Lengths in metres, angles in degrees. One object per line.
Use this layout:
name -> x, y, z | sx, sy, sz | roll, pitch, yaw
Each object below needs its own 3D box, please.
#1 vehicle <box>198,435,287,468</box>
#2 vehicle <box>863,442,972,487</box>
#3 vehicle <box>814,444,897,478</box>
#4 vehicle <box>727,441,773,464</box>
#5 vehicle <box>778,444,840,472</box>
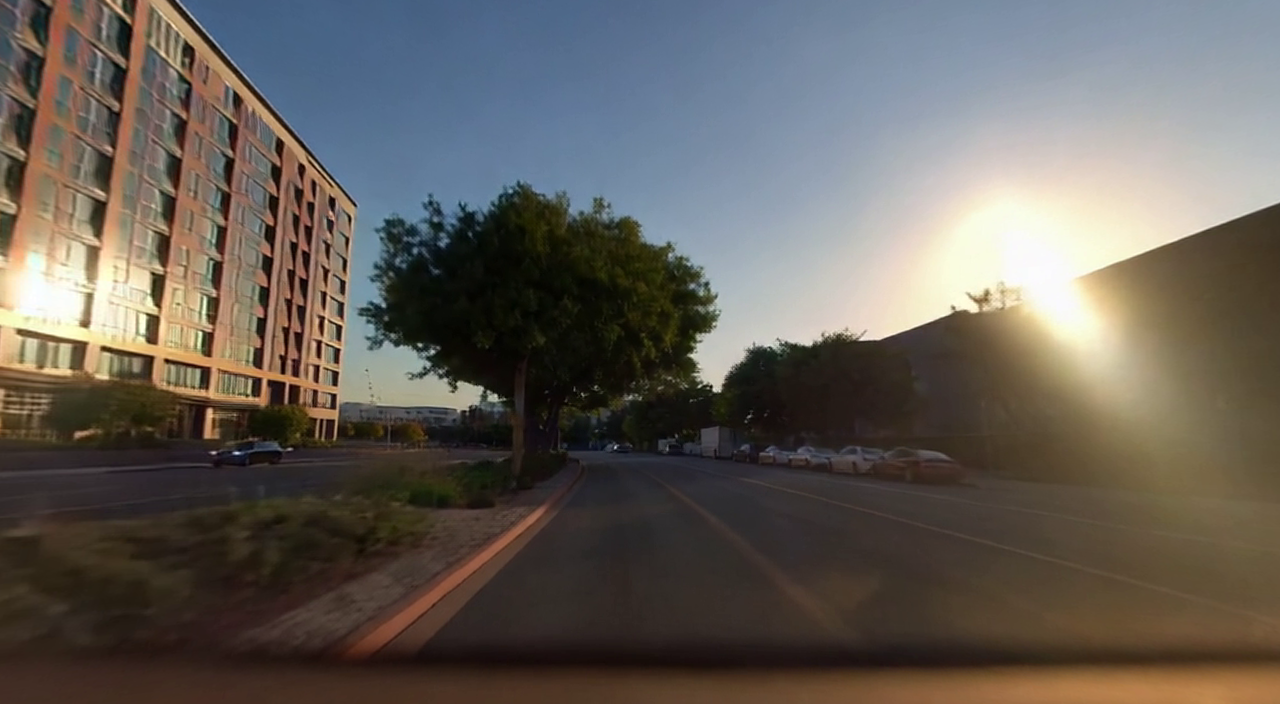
vehicle -> -19.643, 4.901, 31.432 | 1.938, 1.524, 4.107 | 1, -8, -4
vehicle -> 10.366, 4.205, 23.996 | 1.907, 1.524, 4.381 | 0, -9, -4
vehicle -> 10.119, 5.163, 30.129 | 1.838, 1.466, 4.704 | 1, -9, -6
vehicle -> 8.462, 7.829, 49.261 | 2.050, 1.699, 5.584 | 1, -9, -6
vehicle -> 9.582, 6.043, 36.162 | 1.895, 1.467, 4.885 | 0, -9, -4
